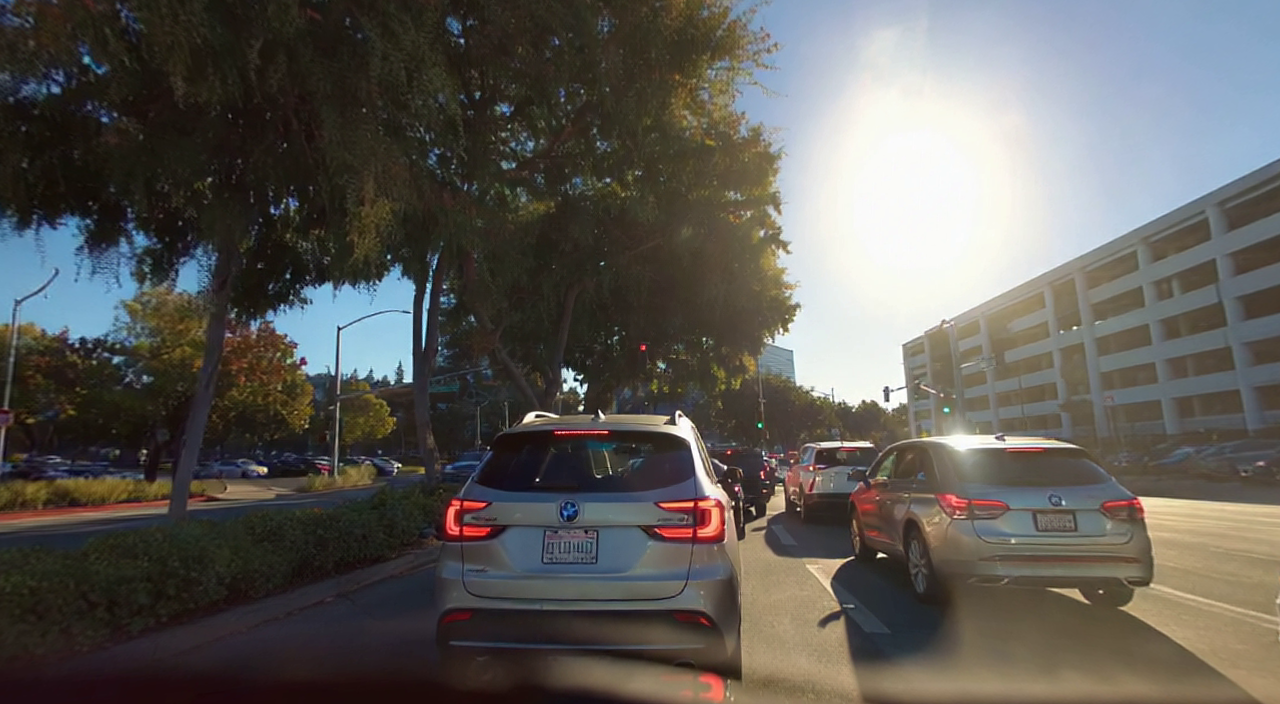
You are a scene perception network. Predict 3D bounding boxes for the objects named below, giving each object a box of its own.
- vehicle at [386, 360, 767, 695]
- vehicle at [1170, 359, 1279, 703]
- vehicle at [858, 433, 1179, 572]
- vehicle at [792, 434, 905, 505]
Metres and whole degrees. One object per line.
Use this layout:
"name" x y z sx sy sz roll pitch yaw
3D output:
"vehicle" -0.210 1.233 5.556 2.021 1.742 4.295 -1 -8 4
"vehicle" 4.061 0.609 1.115 1.993 1.719 4.953 0 -8 1
"vehicle" 4.896 1.970 9.167 1.963 1.480 4.553 0 -8 2
"vehicle" 5.330 3.032 16.714 1.994 1.638 4.100 -1 -8 6
